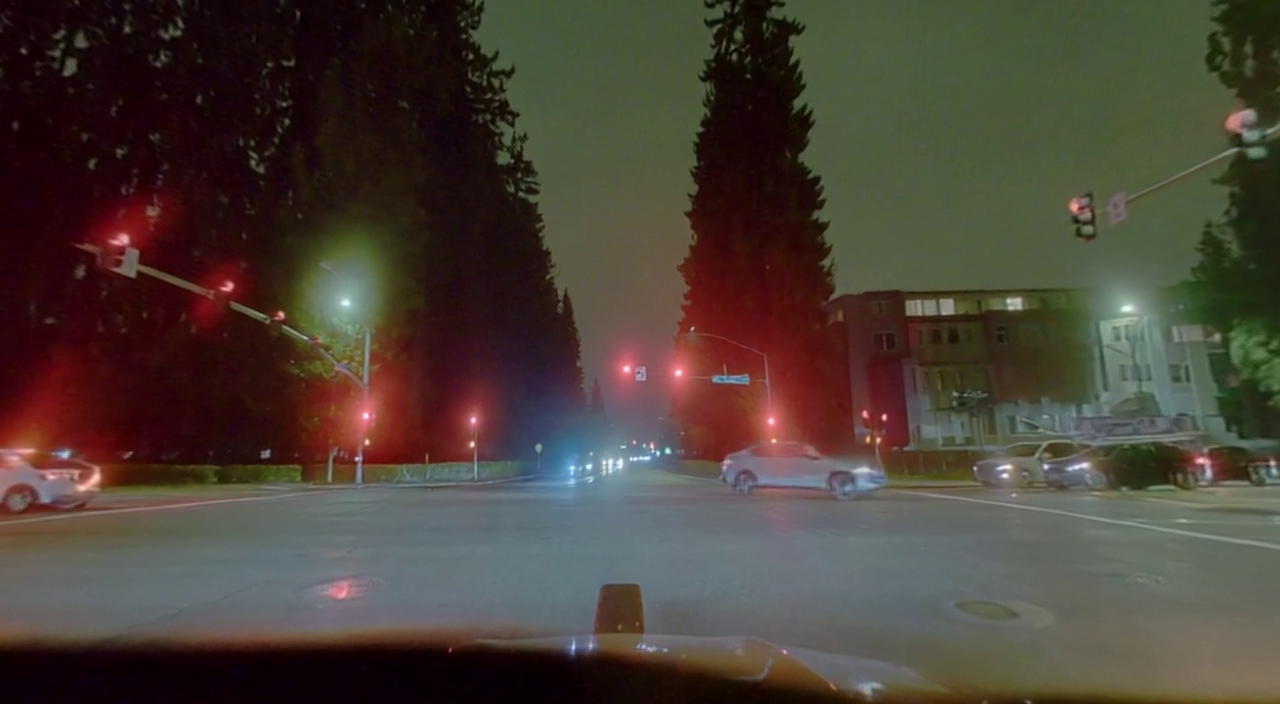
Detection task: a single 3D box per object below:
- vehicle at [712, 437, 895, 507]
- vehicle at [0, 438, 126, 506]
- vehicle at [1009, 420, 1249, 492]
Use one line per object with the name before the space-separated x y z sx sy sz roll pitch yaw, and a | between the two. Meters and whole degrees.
vehicle | 4.628 3.412 18.508 2.162 1.740 4.728 8 -11 -42
vehicle | -18.195 3.405 18.025 4.798 1.763 2.536 -1 -10 1
vehicle | 17.025 3.664 22.358 6.109 2.348 2.683 0 -8 2
